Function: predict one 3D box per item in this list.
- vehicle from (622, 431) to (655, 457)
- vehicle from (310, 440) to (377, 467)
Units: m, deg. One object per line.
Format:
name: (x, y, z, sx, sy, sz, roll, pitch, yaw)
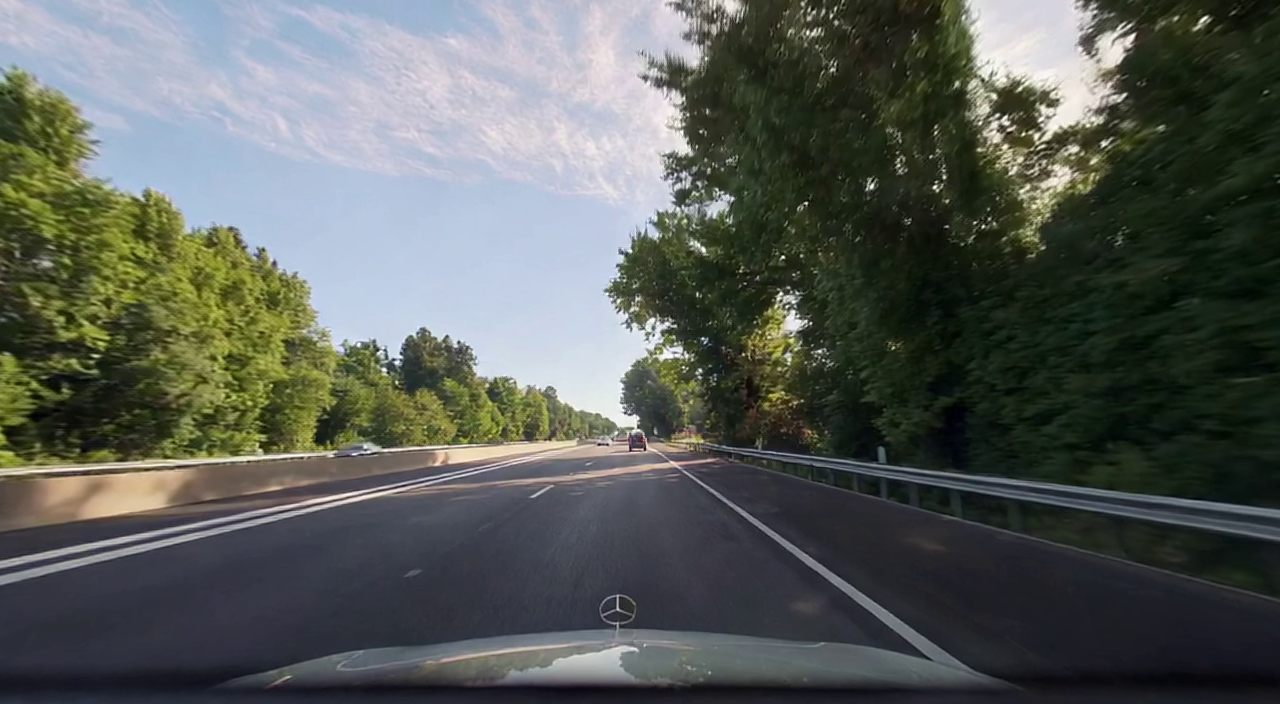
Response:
vehicle: (-0.110, 6.185, 42.371, 2.134, 1.654, 4.174, 0, -8, 0)
vehicle: (-17.534, 6.004, 37.521, 1.935, 1.459, 4.250, 0, -8, 0)
